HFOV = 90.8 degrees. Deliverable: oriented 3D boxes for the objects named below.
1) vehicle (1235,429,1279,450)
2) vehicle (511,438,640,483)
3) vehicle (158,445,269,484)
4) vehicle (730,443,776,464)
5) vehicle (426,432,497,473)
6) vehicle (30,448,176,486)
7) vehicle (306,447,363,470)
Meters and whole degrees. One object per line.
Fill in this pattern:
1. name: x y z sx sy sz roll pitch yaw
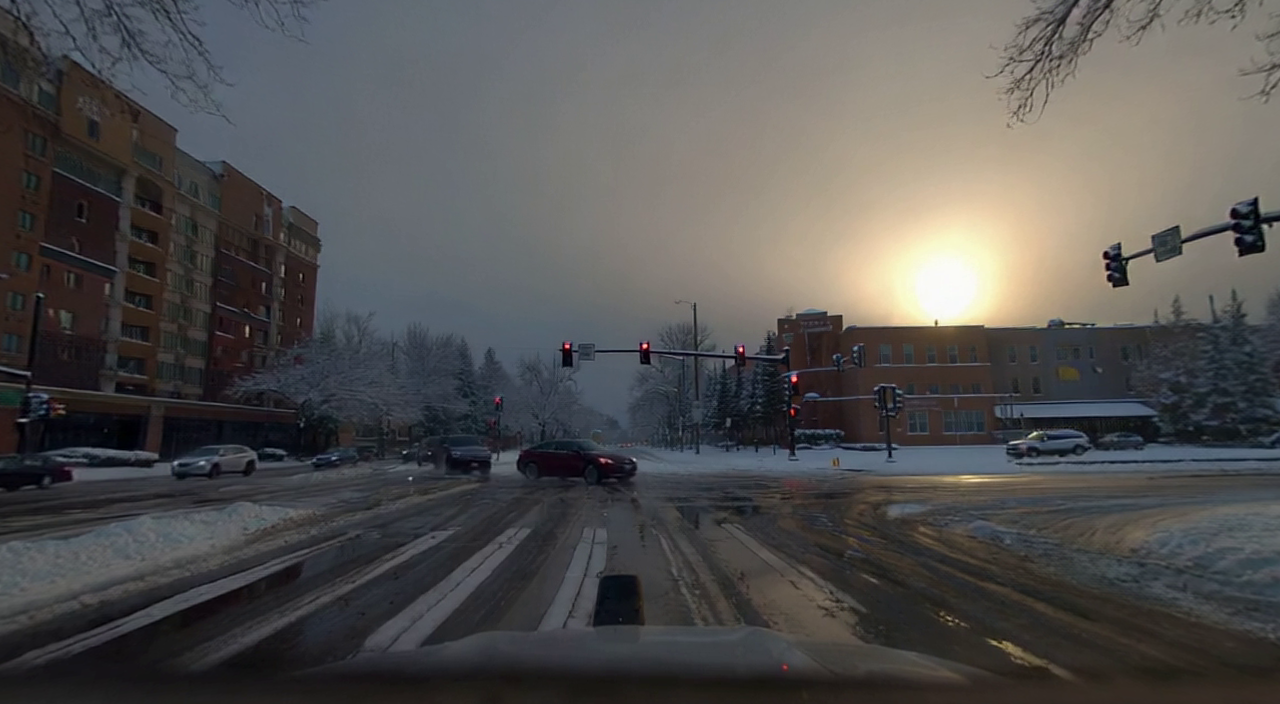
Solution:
1. vehicle: 45.671 6.270 45.256 1.786 1.412 4.330 0 -9 0
2. vehicle: -2.454 3.982 23.442 4.532 1.467 2.135 -7 -11 38
3. vehicle: -19.562 5.140 29.266 1.924 1.656 4.593 0 -9 0
4. vehicle: 8.289 7.471 46.740 2.133 1.437 4.420 1 -9 -6
5. vehicle: -9.061 5.045 31.846 2.017 1.877 4.767 5 -10 -33
6. vehicle: -28.555 6.084 33.874 2.901 1.827 5.034 -3 -9 18
7. vehicle: -23.227 8.085 48.199 2.041 1.642 4.628 0 -8 0
